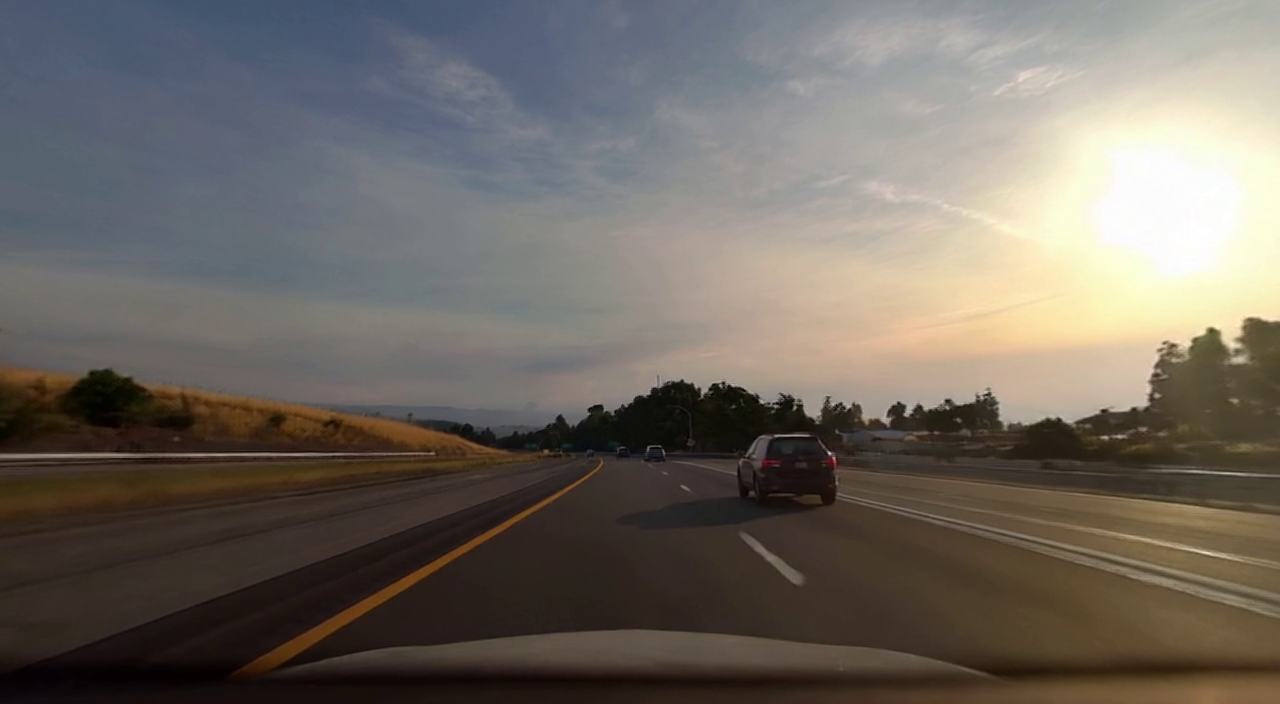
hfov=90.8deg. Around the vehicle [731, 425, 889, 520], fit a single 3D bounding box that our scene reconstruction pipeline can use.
[{"bbox_3d":[3.567,2.638,14.415,2.141,1.785,4.778,0,-8,-2],"label":"vehicle"}]
